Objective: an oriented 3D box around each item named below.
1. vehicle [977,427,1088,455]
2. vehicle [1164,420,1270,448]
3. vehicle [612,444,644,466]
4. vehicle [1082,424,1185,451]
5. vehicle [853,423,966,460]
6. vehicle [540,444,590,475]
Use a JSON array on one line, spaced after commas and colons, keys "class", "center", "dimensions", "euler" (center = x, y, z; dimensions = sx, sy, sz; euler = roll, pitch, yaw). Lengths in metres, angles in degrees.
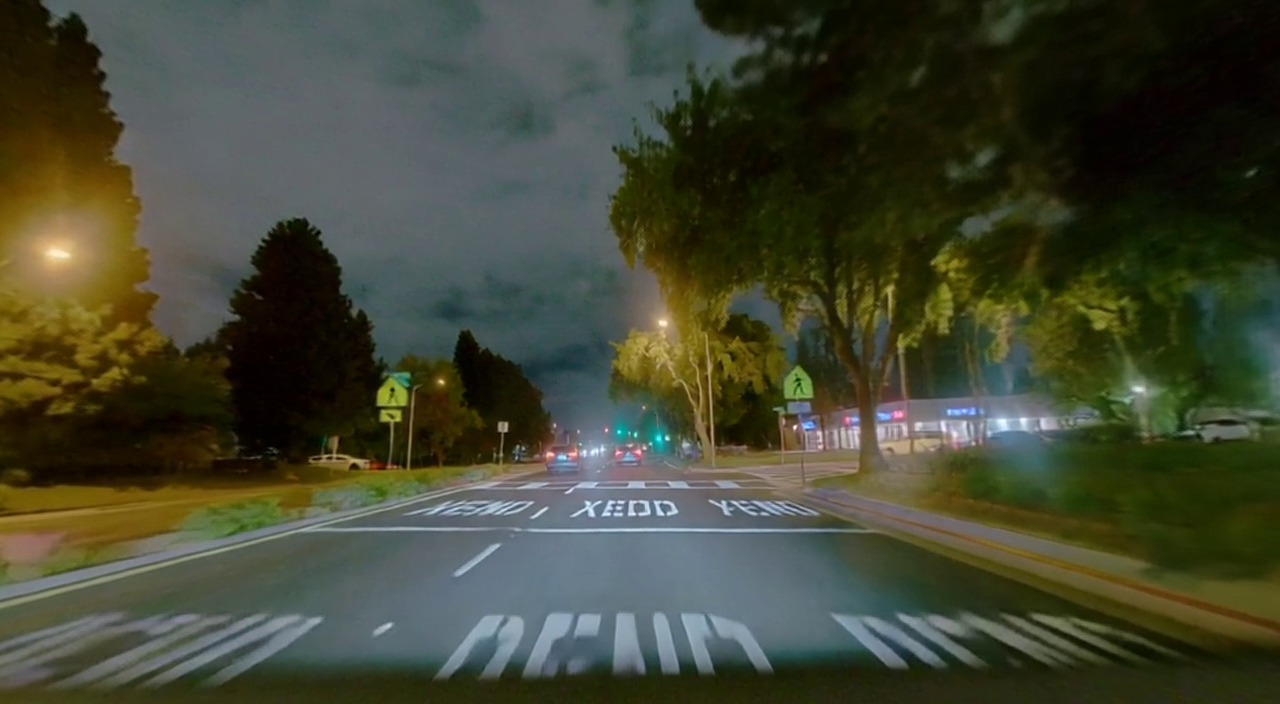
[{"class": "vehicle", "center": [22.345, 5.083, 35.954], "dimensions": [5.025, 1.532, 1.958], "euler": [0, -8, -1]}, {"class": "vehicle", "center": [33.184, 4.715, 36.250], "dimensions": [4.334, 1.545, 1.812], "euler": [0, -8, -2]}, {"class": "vehicle", "center": [-0.845, 7.419, 45.399], "dimensions": [2.187, 1.478, 4.138], "euler": [0, -8, -1]}, {"class": "vehicle", "center": [28.248, 4.908, 36.108], "dimensions": [4.444, 1.482, 1.883], "euler": [1, -9, -5]}, {"class": "vehicle", "center": [15.174, 5.069, 35.702], "dimensions": [5.230, 2.007, 2.410], "euler": [0, -9, 1]}, {"class": "vehicle", "center": [-3.761, 5.460, 32.365], "dimensions": [2.083, 1.460, 4.527], "euler": [0, -8, -1]}]
